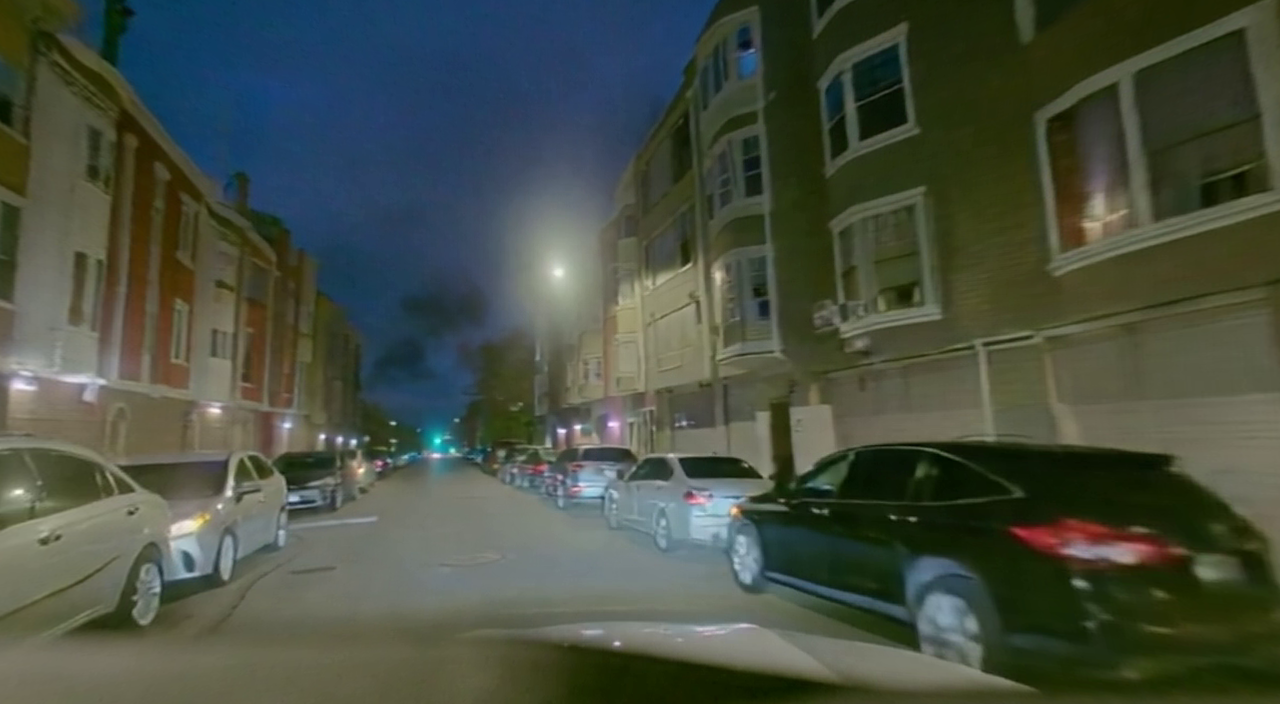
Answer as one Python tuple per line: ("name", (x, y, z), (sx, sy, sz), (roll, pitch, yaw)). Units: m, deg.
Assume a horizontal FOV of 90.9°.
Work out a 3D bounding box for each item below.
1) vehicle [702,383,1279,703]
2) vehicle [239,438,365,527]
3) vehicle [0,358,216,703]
("vehicle", (2.373, 1.307, 4.742), (2.025, 1.631, 4.679), (5, -9, -18))
("vehicle", (-8.381, 3.151, 16.077), (2.081, 1.679, 4.506), (0, -6, -19))
("vehicle", (-4.218, 1.049, 3.417), (2.100, 1.769, 4.544), (1, -8, -20))
